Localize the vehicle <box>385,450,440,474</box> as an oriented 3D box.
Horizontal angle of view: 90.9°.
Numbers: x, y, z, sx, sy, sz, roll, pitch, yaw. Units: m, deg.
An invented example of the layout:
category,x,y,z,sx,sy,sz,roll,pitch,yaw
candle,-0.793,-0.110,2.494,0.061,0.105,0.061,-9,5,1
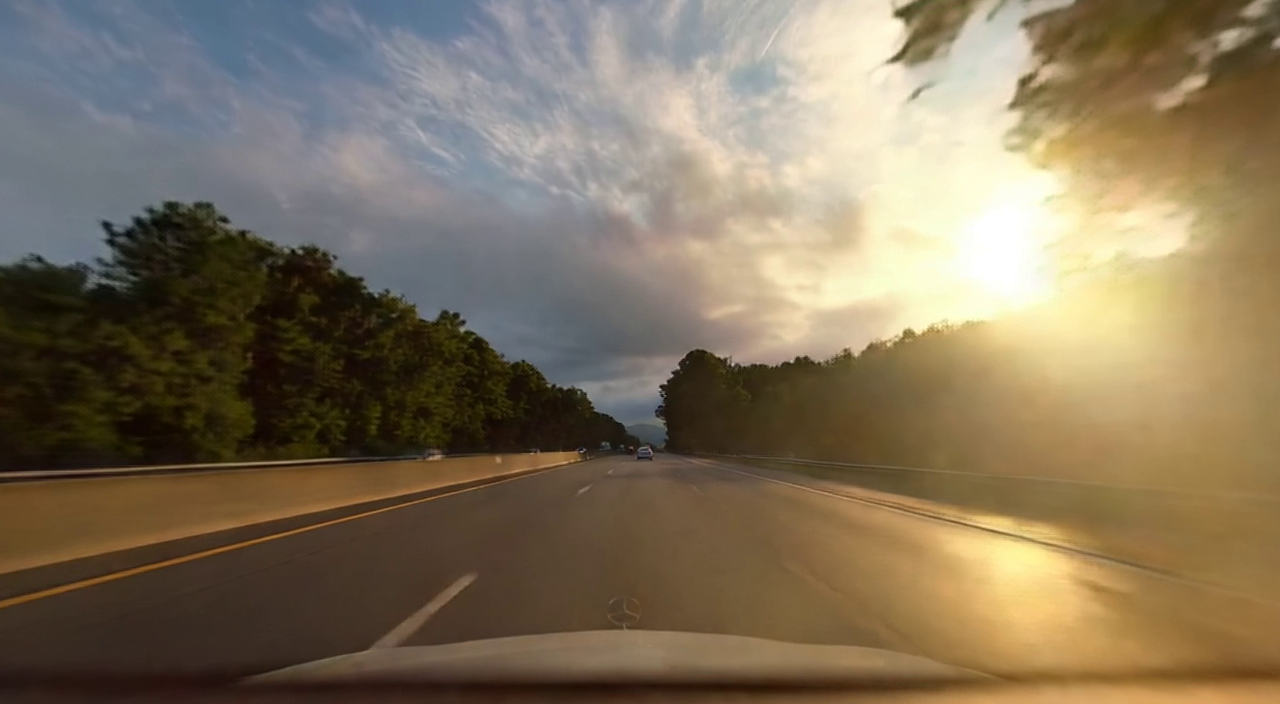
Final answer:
category,x,y,z,sx,sy,sz,roll,pitch,yaw
vehicle,-15.305,7.407,42.680,1.831,1.502,4.883,0,-9,1
